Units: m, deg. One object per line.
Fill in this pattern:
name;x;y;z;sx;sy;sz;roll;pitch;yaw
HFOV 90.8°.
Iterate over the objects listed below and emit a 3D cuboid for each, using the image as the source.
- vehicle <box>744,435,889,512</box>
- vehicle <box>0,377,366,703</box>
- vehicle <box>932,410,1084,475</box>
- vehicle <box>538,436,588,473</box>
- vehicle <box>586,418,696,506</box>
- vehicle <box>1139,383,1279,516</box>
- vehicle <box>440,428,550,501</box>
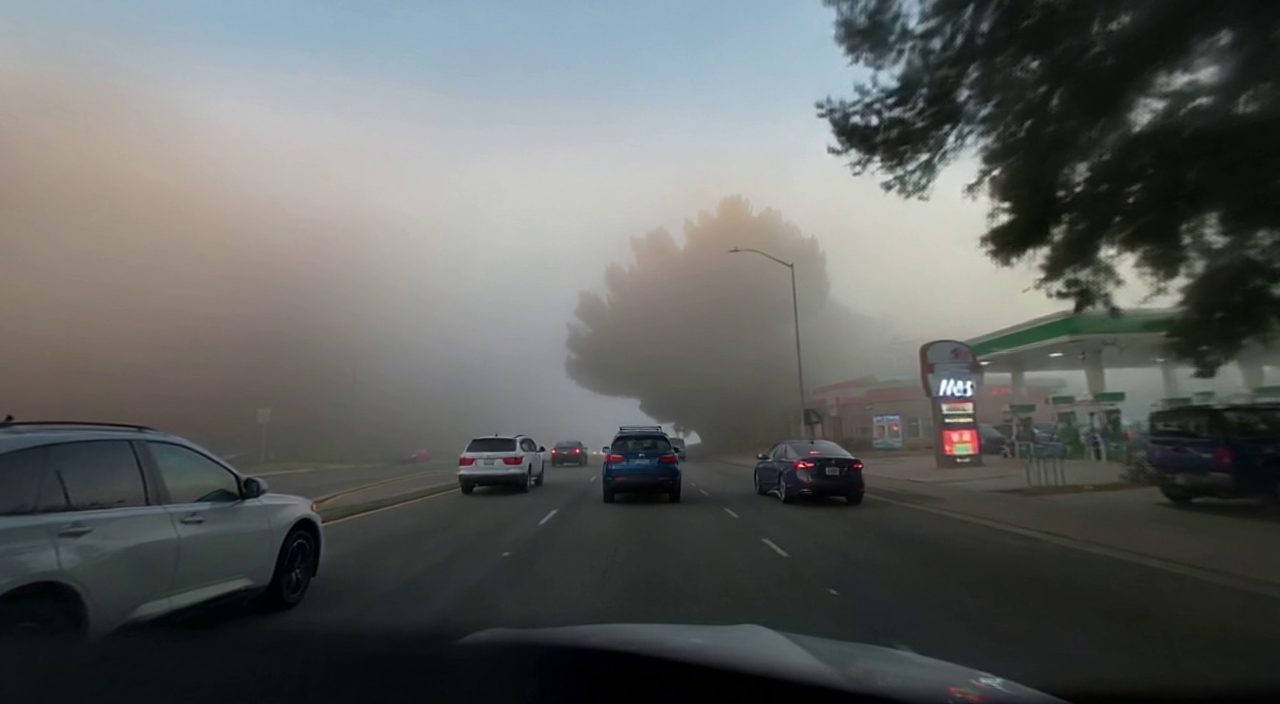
vehicle;3.778;2.670;14.492;1.888;1.456;4.589;0;-8;-2
vehicle;-3.616;1.125;4.122;1.864;1.574;4.031;0;-8;-1
vehicle;11.914;3.007;20.964;2.102;1.887;4.673;0;-8;-1
vehicle;-3.618;4.915;30.444;1.871;1.673;3.920;0;-8;1
vehicle;0.006;2.603;15.275;2.279;1.803;4.254;0;-8;0
vehicle;11.611;1.402;9.580;5.966;1.991;2.353;-10;-12;41
vehicle;-3.727;2.961;17.021;1.932;1.695;4.150;0;-8;1
